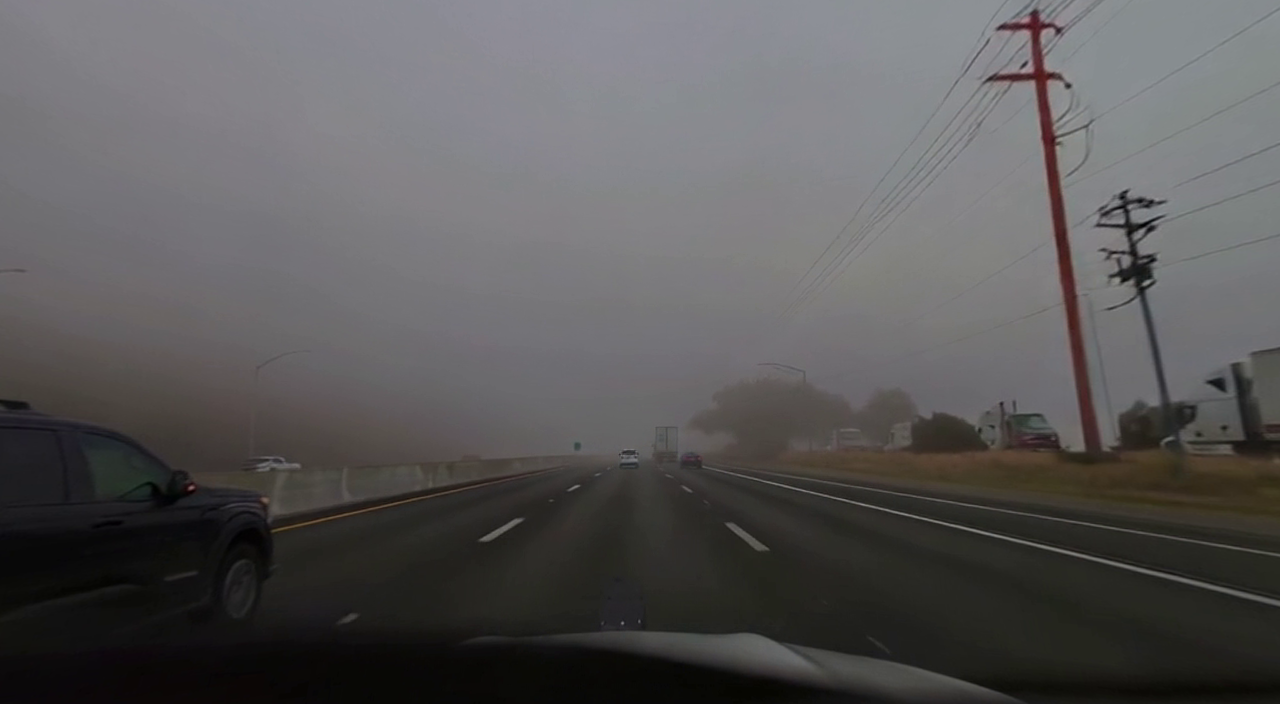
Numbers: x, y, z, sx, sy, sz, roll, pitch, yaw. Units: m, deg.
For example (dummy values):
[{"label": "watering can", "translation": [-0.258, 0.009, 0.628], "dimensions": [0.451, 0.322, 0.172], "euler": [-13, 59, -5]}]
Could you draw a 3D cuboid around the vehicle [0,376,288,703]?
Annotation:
[{"label": "vehicle", "translation": [-4.234, 1.018, 3.355], "dimensions": [2.018, 1.710, 4.649], "euler": [0, -9, 0]}]

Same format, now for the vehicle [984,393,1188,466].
[{"label": "vehicle", "translation": [32.226, 6.000, 47.417], "dimensions": [3.127, 4.337, 16.355], "euler": [-3, -8, -1]}]

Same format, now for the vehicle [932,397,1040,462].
[{"label": "vehicle", "translation": [23.424, 5.407, 43.252], "dimensions": [2.871, 3.908, 7.556], "euler": [-3, -9, 1]}]

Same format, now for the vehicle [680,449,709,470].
[{"label": "vehicle", "translation": [4.011, 7.981, 46.895], "dimensions": [1.779, 1.512, 3.517], "euler": [0, -9, 0]}]
